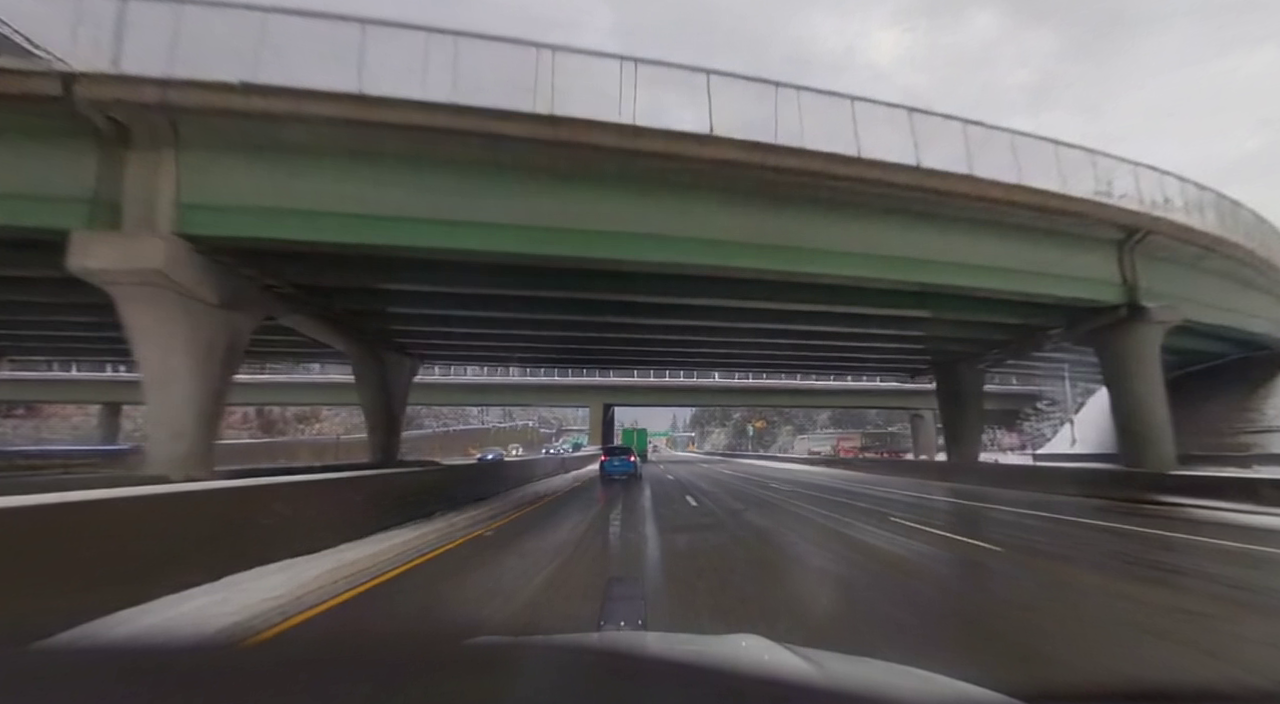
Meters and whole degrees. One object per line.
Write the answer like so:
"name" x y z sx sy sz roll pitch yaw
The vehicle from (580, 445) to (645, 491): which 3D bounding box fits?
"vehicle" -0.864 4.078 22.473 2.039 1.478 4.483 0 -9 1
